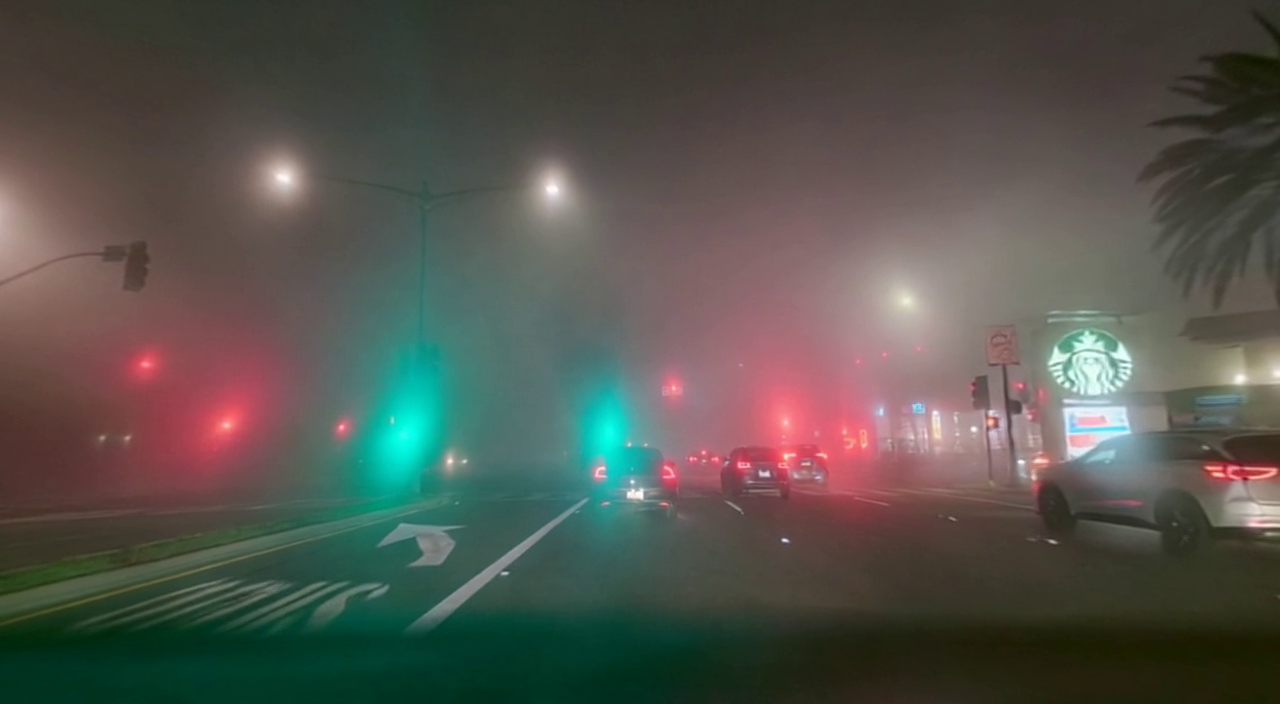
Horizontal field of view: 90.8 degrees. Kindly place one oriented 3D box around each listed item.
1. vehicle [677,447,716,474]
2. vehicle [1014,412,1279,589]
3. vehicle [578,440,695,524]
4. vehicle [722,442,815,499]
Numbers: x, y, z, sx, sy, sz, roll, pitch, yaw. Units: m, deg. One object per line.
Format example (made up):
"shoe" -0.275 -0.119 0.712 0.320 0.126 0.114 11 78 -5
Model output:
"vehicle" 3.494 6.795 39.839 2.012 1.570 4.600 0 -8 0
"vehicle" 7.042 1.712 8.066 1.940 1.674 4.085 0 -8 -1
"vehicle" -0.106 2.660 13.484 2.110 1.487 3.873 0 -8 -1
"vehicle" 3.812 3.577 19.506 1.892 1.532 4.177 0 -8 -1
